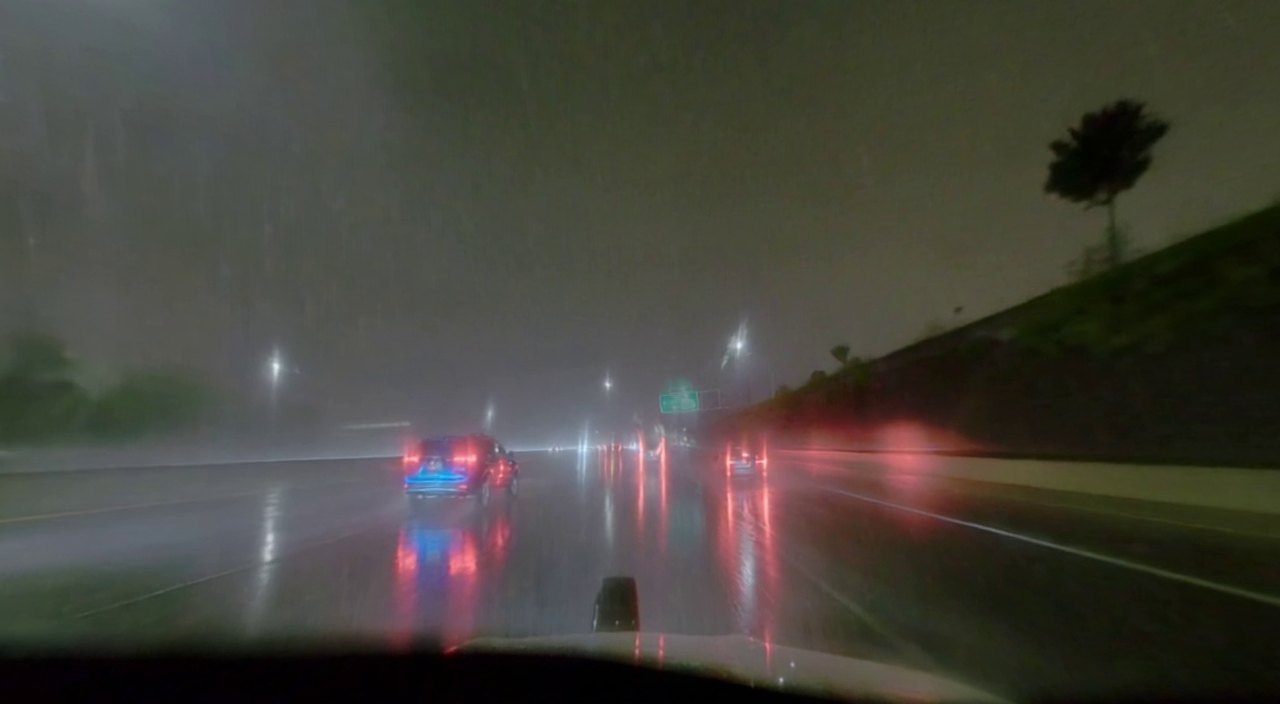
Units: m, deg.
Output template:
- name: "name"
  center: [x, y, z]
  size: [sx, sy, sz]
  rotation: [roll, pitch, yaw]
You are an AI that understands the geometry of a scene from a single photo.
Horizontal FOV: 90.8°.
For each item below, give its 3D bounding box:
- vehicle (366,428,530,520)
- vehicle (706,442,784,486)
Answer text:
- name: "vehicle"
  center: [-3.855, 2.518, 13.584]
  size: [2.193, 1.641, 4.077]
  rotation: [0, -8, 1]
- name: "vehicle"
  center: [3.796, 4.118, 23.637]
  size: [2.083, 1.453, 4.307]
  rotation: [0, -8, -1]
